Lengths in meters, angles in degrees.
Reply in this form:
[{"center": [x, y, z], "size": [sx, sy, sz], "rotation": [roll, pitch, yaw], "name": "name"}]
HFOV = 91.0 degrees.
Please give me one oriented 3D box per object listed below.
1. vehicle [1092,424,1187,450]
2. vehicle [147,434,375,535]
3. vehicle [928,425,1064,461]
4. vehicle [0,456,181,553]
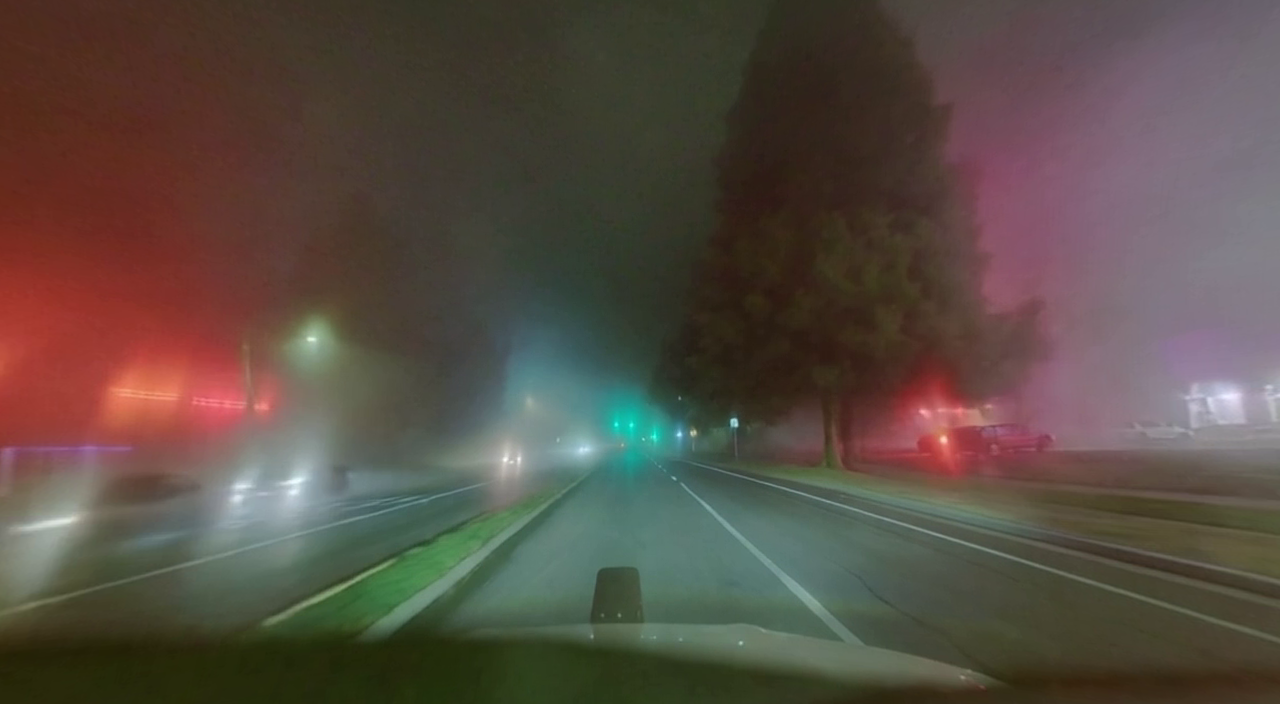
[{"center": [29.614, 5.118, 37.526], "size": [1.749, 1.436, 4.792], "rotation": [0, -9, 0], "name": "vehicle"}, {"center": [-7.721, 2.694, 13.551], "size": [2.129, 1.649, 4.647], "rotation": [-3, -8, -1], "name": "vehicle"}, {"center": [16.328, 4.211, 29.050], "size": [4.947, 1.587, 2.133], "rotation": [0, -9, -2], "name": "vehicle"}, {"center": [-10.755, 2.746, 11.694], "size": [1.688, 1.419, 3.783], "rotation": [-5, -8, -1], "name": "vehicle"}]
